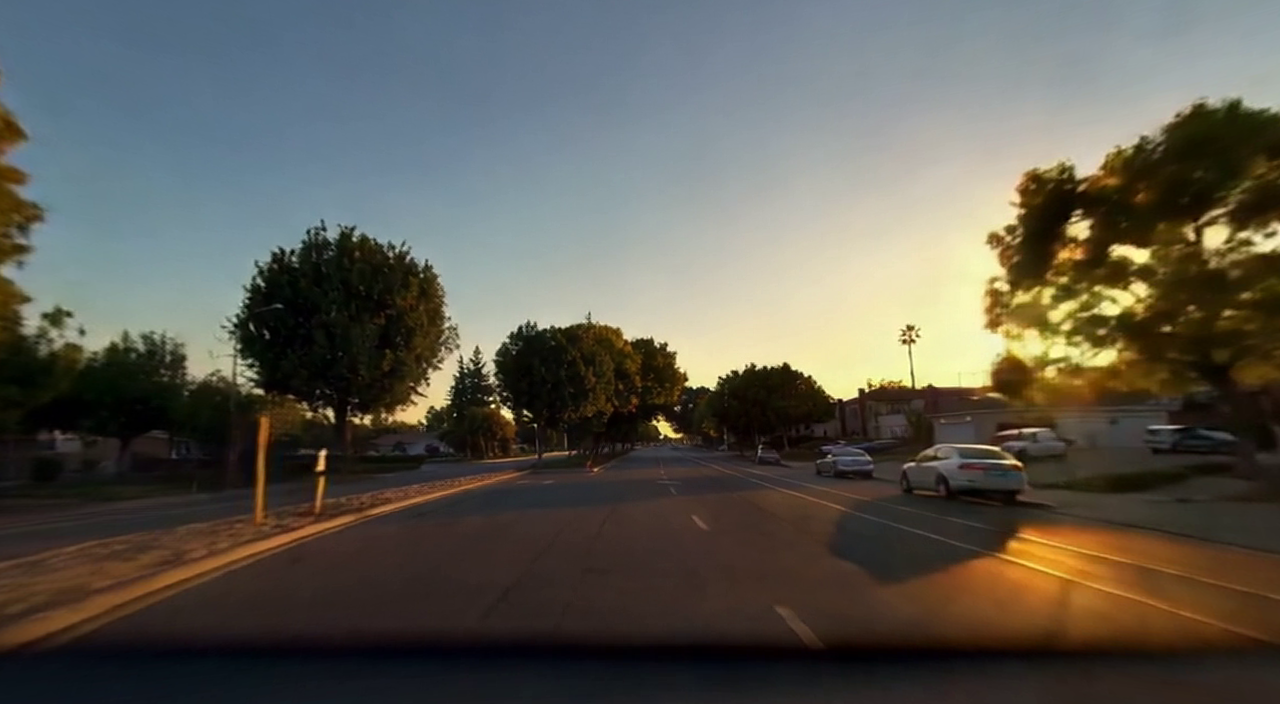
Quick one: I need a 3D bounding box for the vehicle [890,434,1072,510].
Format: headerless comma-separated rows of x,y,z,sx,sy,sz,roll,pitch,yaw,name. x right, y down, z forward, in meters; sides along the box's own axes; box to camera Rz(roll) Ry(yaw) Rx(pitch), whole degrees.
8.750,3.098,16.869,2.192,1.714,4.885,0,-9,1,vehicle

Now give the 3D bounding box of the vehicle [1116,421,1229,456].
25.923,4.291,30.976,1.878,1.581,4.259,0,-9,2,vehicle

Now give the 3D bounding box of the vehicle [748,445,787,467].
9.510,7.754,47.440,2.076,1.547,4.398,0,-9,1,vehicle

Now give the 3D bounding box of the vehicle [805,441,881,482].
9.164,4.960,28.960,1.990,1.728,4.597,0,-9,1,vehicle
